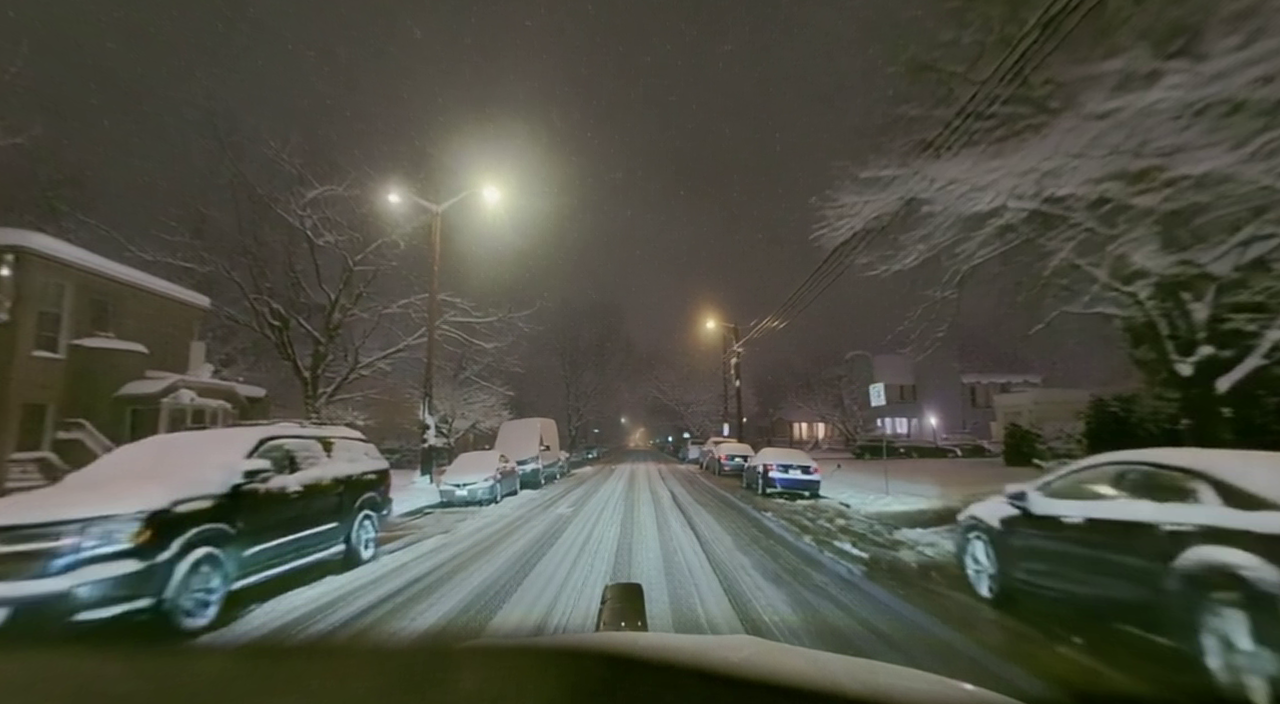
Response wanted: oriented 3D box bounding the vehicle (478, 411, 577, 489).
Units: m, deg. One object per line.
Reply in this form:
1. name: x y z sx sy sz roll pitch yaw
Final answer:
1. vehicle: -4.355 3.954 25.480 2.470 2.613 5.989 -4 -9 4

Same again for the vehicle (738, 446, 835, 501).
1. vehicle: 4.229 3.544 18.830 1.846 1.351 4.272 2 -8 -1

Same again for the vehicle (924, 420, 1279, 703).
1. vehicle: 4.087 1.377 4.324 2.068 1.532 4.663 5 -8 0

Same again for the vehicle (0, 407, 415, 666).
1. vehicle: -4.634 1.719 7.186 2.154 1.796 5.294 -2 -8 0

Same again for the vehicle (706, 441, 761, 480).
1. vehicle: 4.177 4.868 28.587 1.839 1.520 4.498 3 -8 1

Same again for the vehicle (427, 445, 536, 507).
1. vehicle: -4.713 3.726 19.470 2.023 1.568 4.942 -3 -9 1
